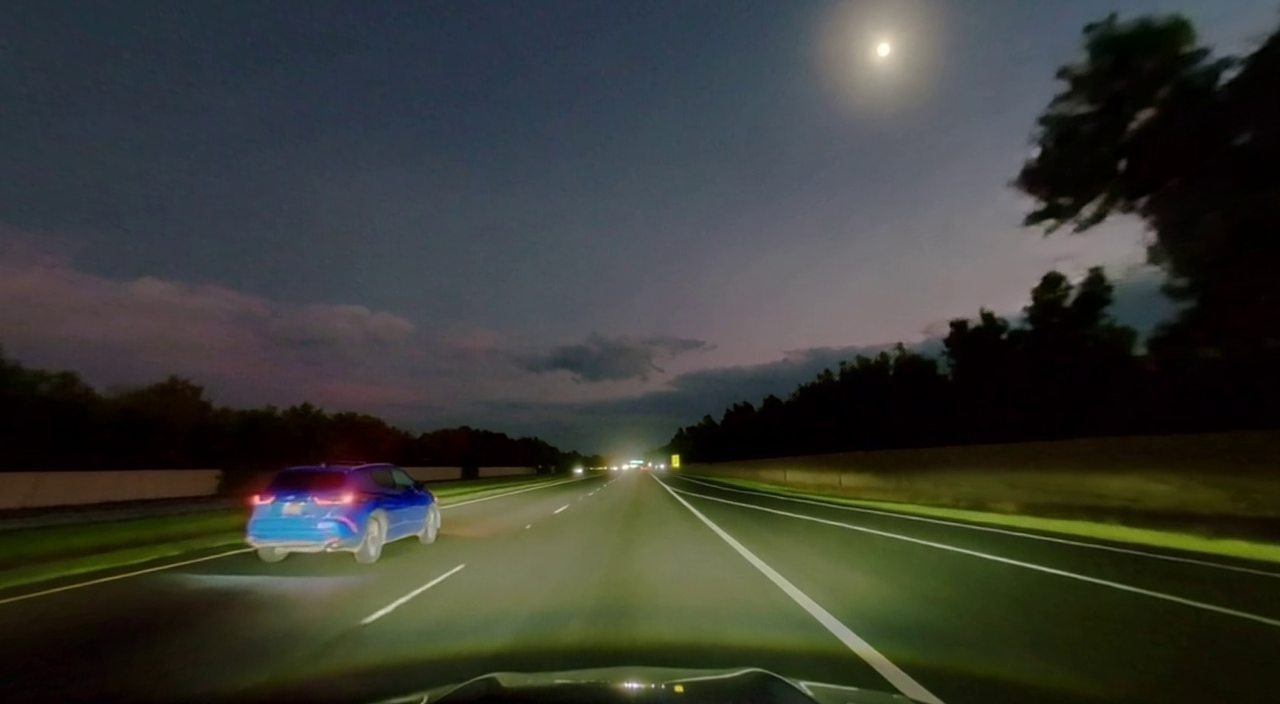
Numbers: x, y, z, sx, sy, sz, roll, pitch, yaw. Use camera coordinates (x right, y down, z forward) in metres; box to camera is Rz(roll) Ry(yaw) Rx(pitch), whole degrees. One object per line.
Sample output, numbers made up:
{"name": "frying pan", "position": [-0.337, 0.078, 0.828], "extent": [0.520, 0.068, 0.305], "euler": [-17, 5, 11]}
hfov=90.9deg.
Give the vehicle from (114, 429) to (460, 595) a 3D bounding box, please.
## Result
{"name": "vehicle", "position": [-4.165, 2.022, 8.681], "extent": [1.928, 1.593, 4.871], "euler": [1, -10, 0]}
